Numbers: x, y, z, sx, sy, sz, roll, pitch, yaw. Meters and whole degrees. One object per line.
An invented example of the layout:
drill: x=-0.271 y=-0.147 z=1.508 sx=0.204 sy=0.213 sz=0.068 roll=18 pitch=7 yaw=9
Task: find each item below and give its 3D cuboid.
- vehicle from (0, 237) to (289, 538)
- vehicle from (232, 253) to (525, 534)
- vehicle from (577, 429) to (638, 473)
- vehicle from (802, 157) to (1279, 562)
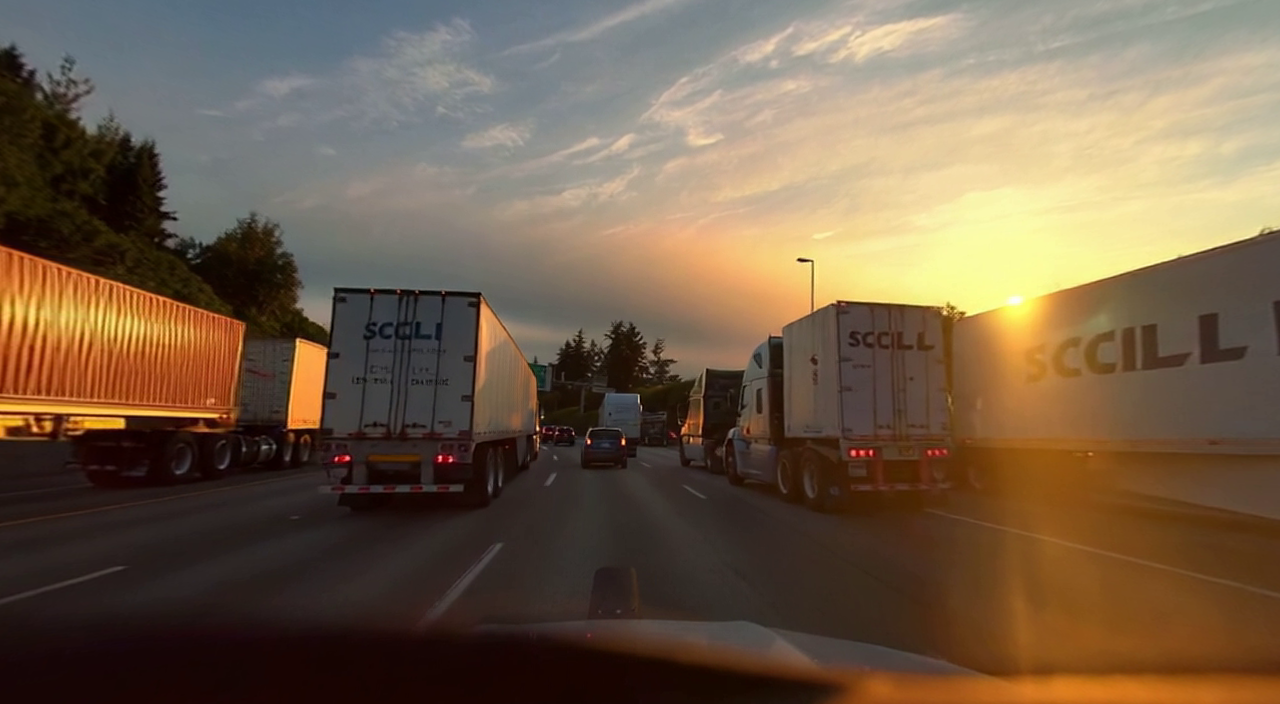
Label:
vehicle: x=-10.739 y=0.259 z=6.998 sx=2.867 sy=4.125 sz=14.026 roll=-2 pitch=-8 yaw=14
vehicle: x=-4.284 y=1.091 z=12.929 sx=2.822 sy=3.788 sz=8.799 roll=0 pitch=-8 yaw=-5
vehicle: x=-1.362 y=3.784 z=24.400 sx=2.060 sy=1.540 sz=4.374 roll=1 pitch=-8 yaw=-7
vehicle: x=7.600 y=0.168 z=7.269 sx=2.820 sy=4.084 sz=13.786 roll=3 pitch=-8 yaw=-25
